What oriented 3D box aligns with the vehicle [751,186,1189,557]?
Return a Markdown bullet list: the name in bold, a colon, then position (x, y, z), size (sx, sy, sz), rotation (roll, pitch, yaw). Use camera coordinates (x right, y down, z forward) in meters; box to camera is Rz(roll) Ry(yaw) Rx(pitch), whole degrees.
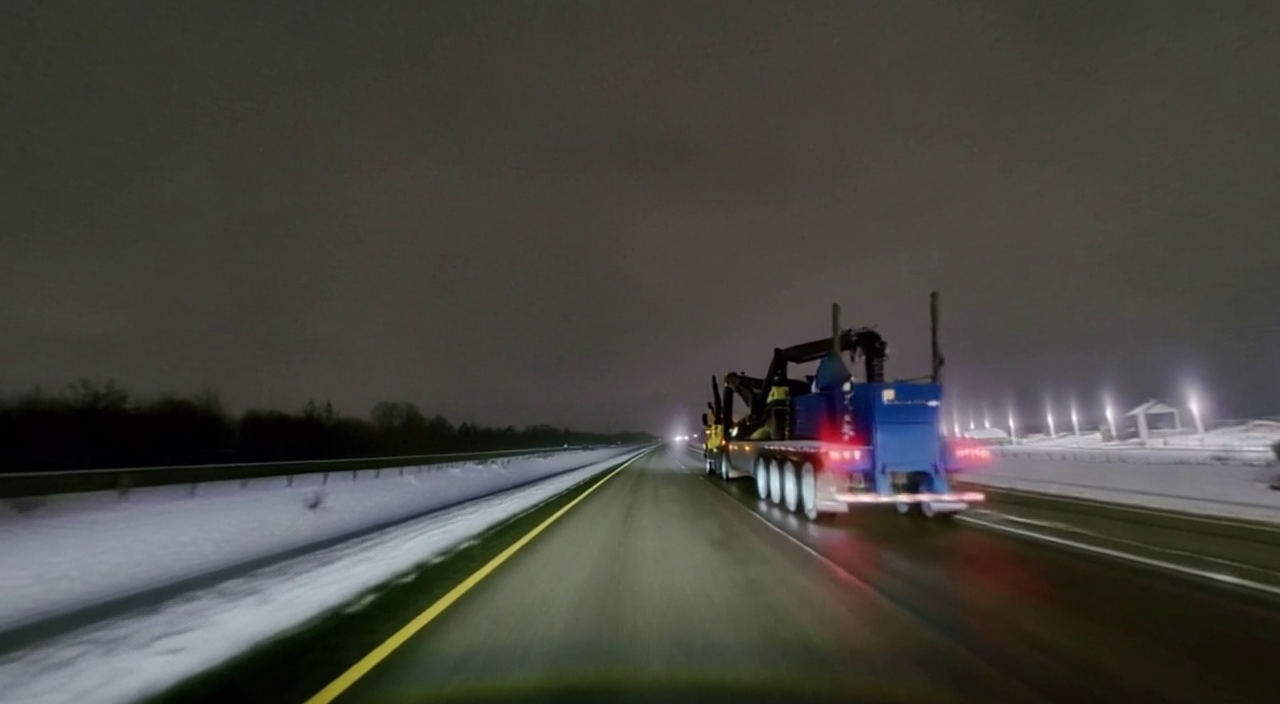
- **vehicle**: position (3.975, 0.617, 9.952), size (3.279, 3.956, 6.541), rotation (0, -9, 1)
